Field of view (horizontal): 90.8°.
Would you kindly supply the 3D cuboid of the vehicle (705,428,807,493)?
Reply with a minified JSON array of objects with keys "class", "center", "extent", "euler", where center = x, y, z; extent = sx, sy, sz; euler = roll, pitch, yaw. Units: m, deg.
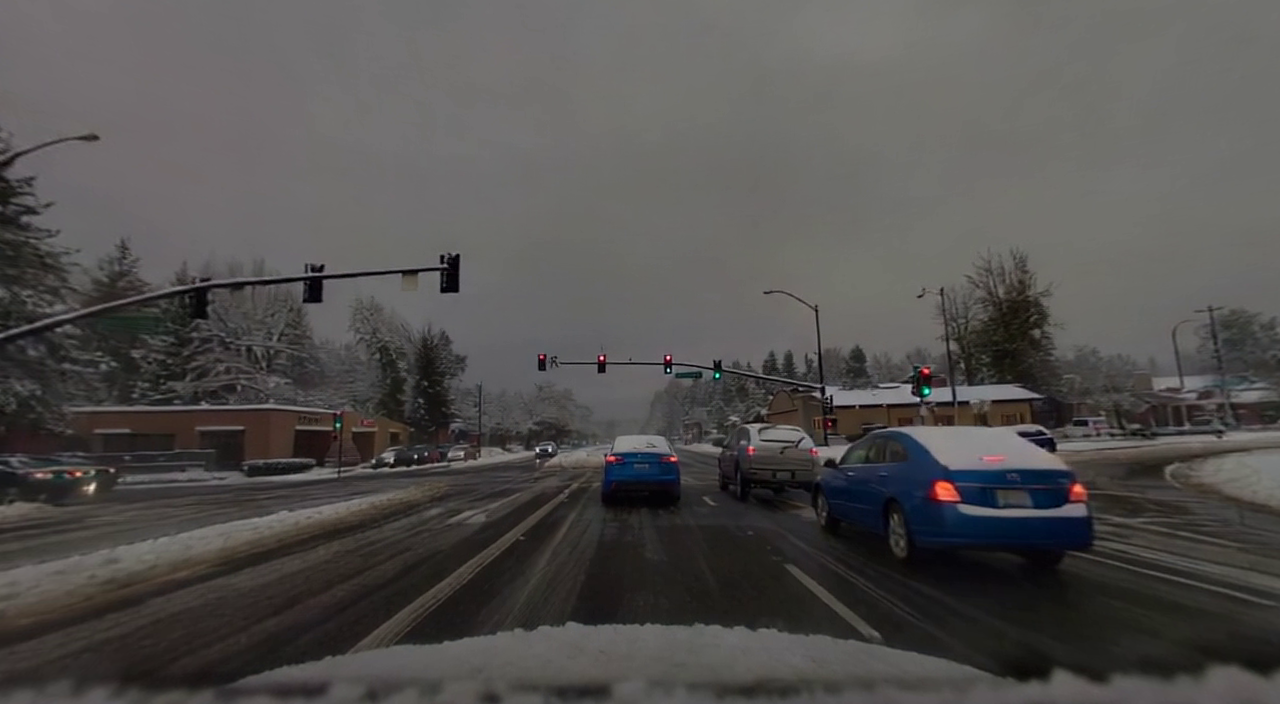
[{"class":"vehicle","center":[3.191,3.103,18.421],"extent":[1.973,1.633,4.717],"euler":[0,-8,-1]}]

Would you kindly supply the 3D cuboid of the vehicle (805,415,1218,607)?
[{"class":"vehicle","center":[3.513,1.584,7.299],"extent":[1.889,1.473,4.643],"euler":[0,-8,-1]}]

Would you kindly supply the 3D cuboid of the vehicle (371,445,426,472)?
[{"class":"vehicle","center":[-18.806,8.306,49.573],"extent":[2.324,1.911,5.610],"euler":[0,-8,-3]}]

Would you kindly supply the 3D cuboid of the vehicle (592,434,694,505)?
[{"class":"vehicle","center":[0.009,2.767,15.339],"extent":[2.135,1.468,4.076],"euler":[0,-8,-1]}]

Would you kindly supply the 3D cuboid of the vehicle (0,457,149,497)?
[{"class":"vehicle","center":[-26.212,5.786,29.418],"extent":[4.780,1.669,2.232],"euler":[0,-8,-2]}]
